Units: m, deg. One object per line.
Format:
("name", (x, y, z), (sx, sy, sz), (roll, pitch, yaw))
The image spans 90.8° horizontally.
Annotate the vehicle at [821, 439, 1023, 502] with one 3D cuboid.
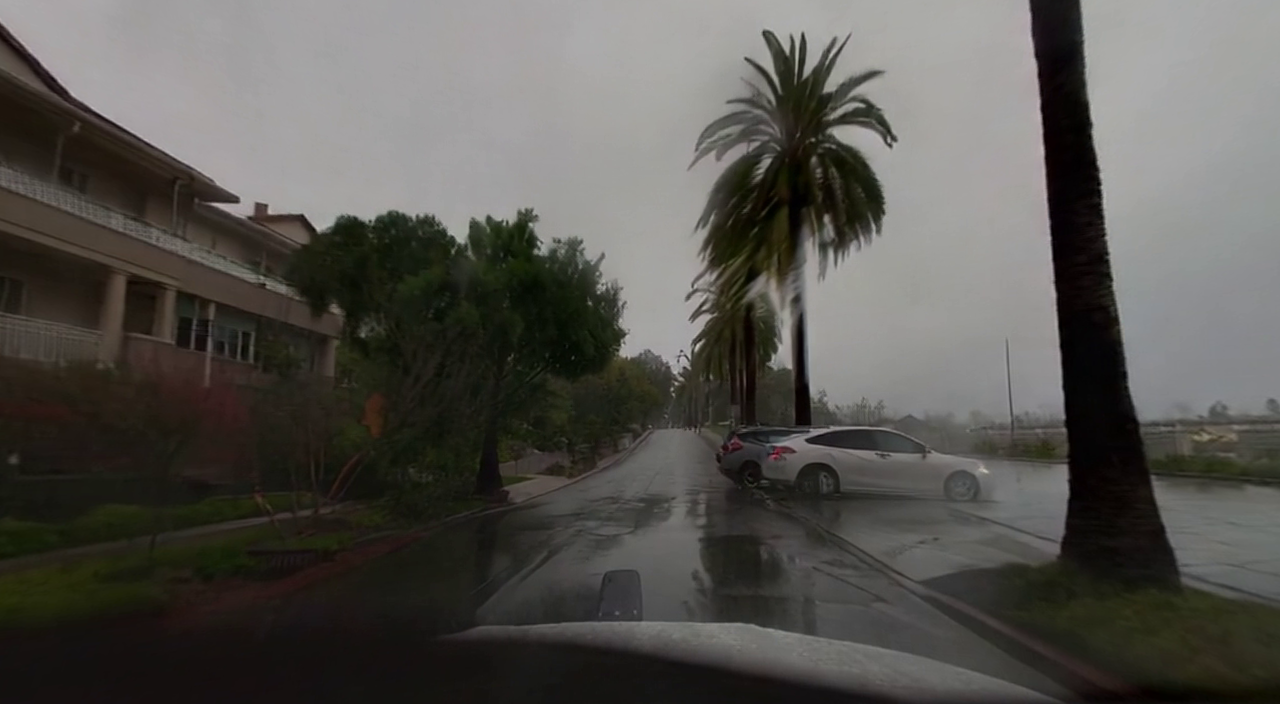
("vehicle", (6.908, 2.949, 15.948), (4.195, 1.446, 1.979), (-1, -9, 7))
